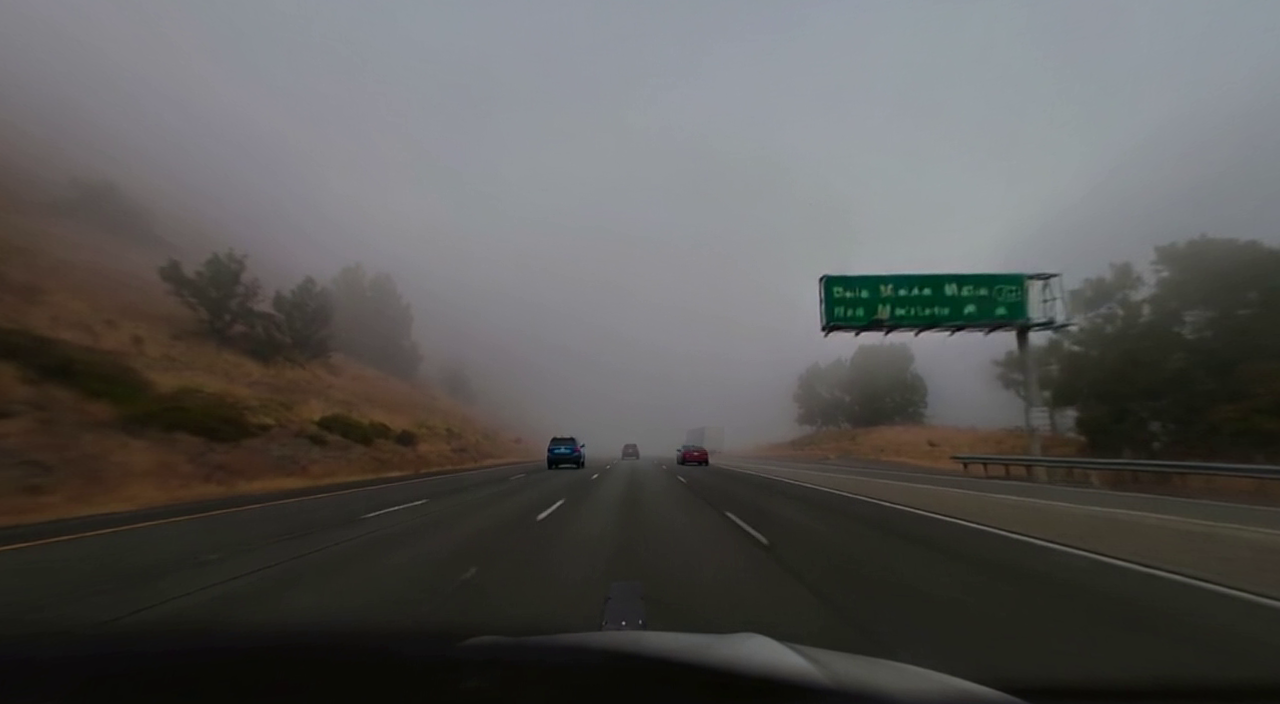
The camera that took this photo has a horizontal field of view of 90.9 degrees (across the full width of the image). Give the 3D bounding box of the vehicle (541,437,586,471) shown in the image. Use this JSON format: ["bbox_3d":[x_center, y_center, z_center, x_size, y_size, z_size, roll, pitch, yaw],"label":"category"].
[{"bbox_3d":[-4.398,5.913,36.869,2.120,1.855,4.619,0,-8,-1],"label":"vehicle"}]

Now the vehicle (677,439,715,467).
[{"bbox_3d":[3.589,6.549,41.230,1.995,1.712,4.206,0,-8,-2],"label":"vehicle"}]
